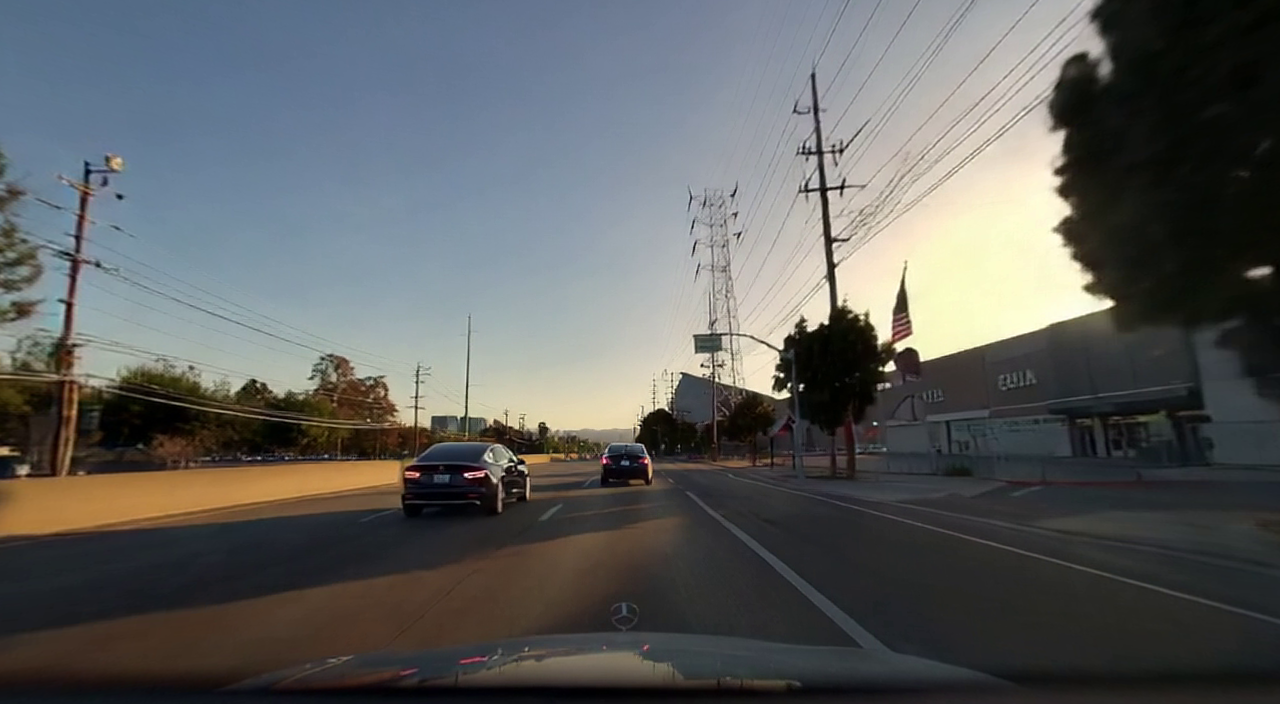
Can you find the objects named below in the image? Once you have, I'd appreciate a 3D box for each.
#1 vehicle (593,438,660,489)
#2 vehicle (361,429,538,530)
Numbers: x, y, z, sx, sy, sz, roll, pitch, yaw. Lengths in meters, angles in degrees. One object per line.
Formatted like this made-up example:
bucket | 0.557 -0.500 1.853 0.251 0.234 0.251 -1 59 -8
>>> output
vehicle | -0.445 3.952 22.744 2.189 1.652 4.135 0 -9 0
vehicle | -3.457 2.416 12.617 1.985 1.607 4.892 0 -9 0
